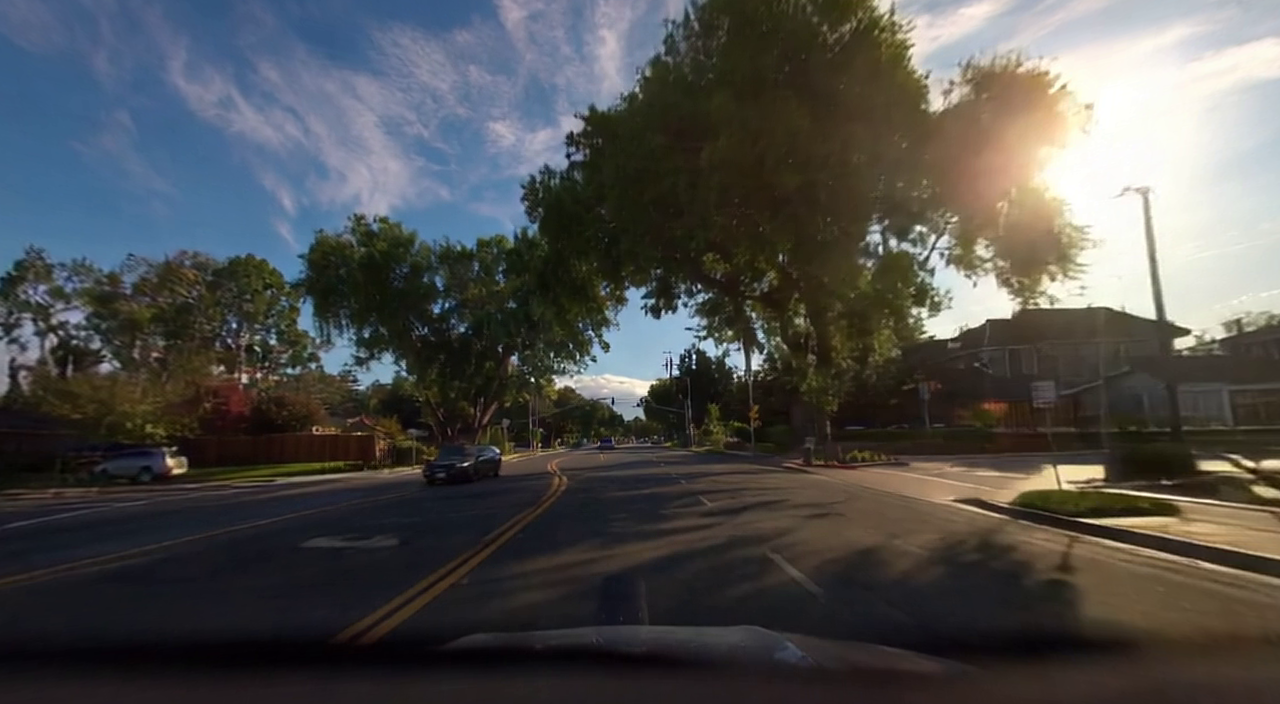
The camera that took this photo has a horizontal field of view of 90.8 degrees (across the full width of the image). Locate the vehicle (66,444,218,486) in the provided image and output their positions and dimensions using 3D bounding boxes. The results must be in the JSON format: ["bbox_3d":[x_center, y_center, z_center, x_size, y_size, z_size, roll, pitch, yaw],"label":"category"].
[{"bbox_3d":[-25.771,5.777,32.954,2.239,1.961,5.660,-5,-10,33],"label":"vehicle"}]
